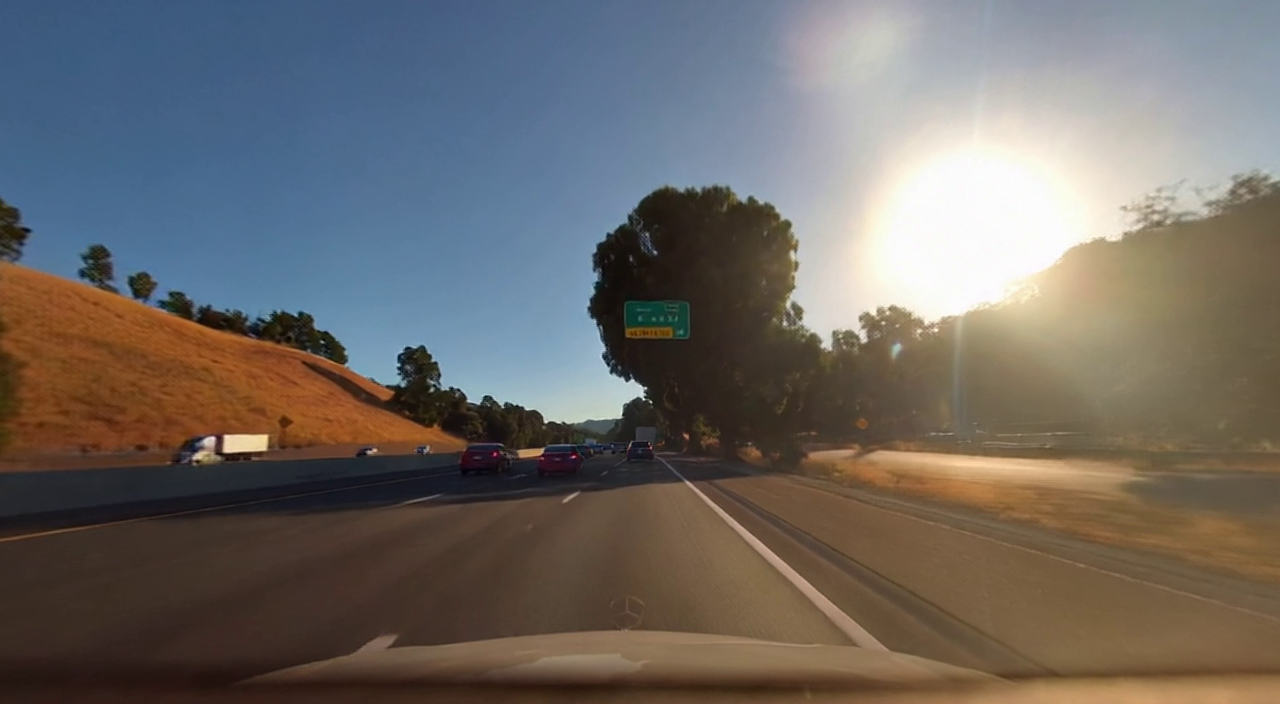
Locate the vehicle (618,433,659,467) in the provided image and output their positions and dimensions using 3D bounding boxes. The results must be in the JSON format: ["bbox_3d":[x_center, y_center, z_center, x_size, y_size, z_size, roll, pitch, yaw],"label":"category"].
[{"bbox_3d":[-0.073,5.876,37.988,2.309,1.915,5.130,0,-8,0],"label":"vehicle"}]

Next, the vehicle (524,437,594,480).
[{"bbox_3d":[-3.254,4.399,26.447,2.139,1.589,5.102,0,-8,1],"label":"vehicle"}]

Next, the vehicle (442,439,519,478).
[{"bbox_3d":[-6.783,4.562,27.346,2.009,1.519,4.697,0,-8,1],"label":"vehicle"}]
